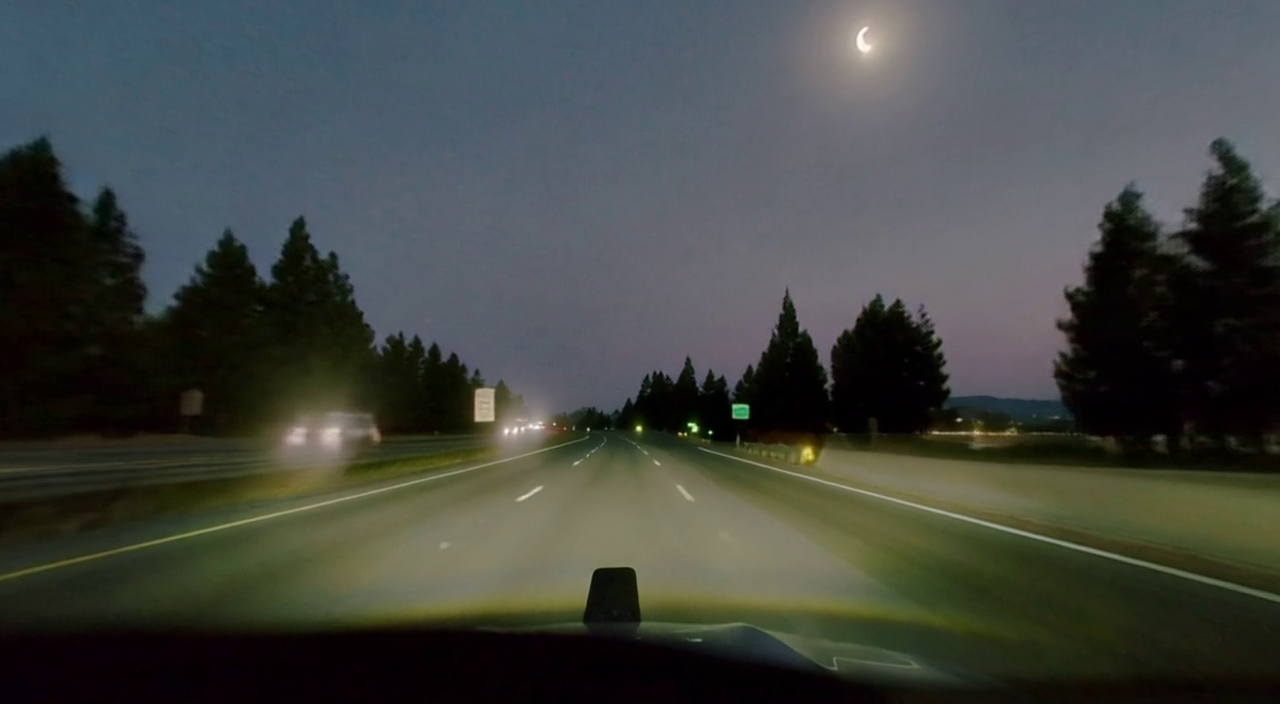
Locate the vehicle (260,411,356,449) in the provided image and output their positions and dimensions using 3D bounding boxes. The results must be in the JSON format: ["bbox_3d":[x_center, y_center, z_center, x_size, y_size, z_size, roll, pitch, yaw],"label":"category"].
[{"bbox_3d":[-13.778,3.290,26.434,1.932,1.439,4.007,0,-8,-2],"label":"vehicle"}]
